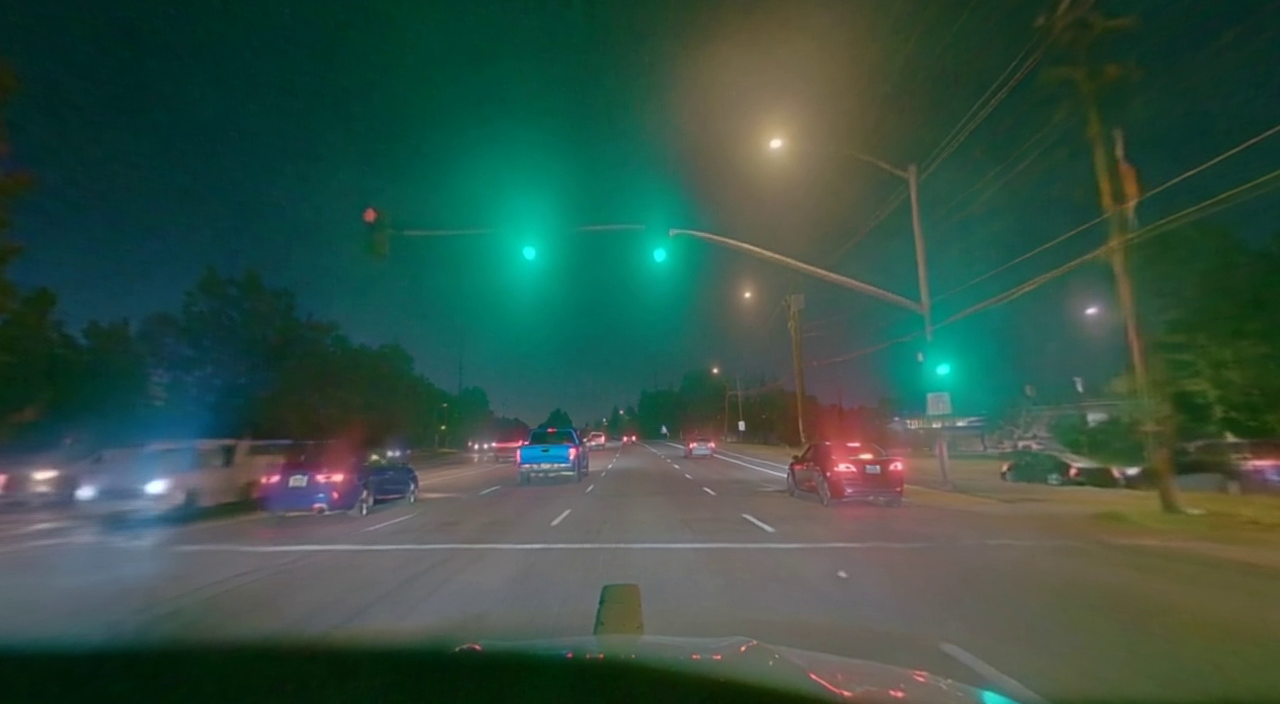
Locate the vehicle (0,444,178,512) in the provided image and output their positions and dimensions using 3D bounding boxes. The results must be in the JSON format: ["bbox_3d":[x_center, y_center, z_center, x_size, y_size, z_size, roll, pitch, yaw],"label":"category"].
[{"bbox_3d":[-17.748,3.945,20.349,2.114,1.892,4.773,0,-9,-1],"label":"vehicle"}]

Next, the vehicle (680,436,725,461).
[{"bbox_3d":[3.734,5.827,38.257,2.071,1.435,4.226,0,-9,-3],"label":"vehicle"}]

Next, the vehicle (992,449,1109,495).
[{"bbox_3d":[16.570,4.829,25.830,2.002,1.681,4.507,-1,-9,4],"label":"vehicle"}]

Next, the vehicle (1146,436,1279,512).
[{"bbox_3d":[16.564,3.178,16.787,2.044,1.812,4.935,0,-9,-1],"label":"vehicle"}]

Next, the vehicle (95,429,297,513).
[{"bbox_3d":[-11.304,3.044,16.593,2.073,1.737,4.467,-4,-9,1],"label":"vehicle"}]

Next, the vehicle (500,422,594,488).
[{"bbox_3d":[-3.056,3.608,22.365,2.467,1.991,6.089,0,-9,0],"label":"vehicle"}]

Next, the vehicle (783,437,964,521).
[{"bbox_3d":[4.575,2.535,13.262,1.840,1.428,4.602,0,-9,-3],"label":"vehicle"}]

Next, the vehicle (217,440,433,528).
[{"bbox_3d":[-6.241,2.647,13.338,2.035,1.497,4.723,0,-9,1],"label":"vehicle"}]
